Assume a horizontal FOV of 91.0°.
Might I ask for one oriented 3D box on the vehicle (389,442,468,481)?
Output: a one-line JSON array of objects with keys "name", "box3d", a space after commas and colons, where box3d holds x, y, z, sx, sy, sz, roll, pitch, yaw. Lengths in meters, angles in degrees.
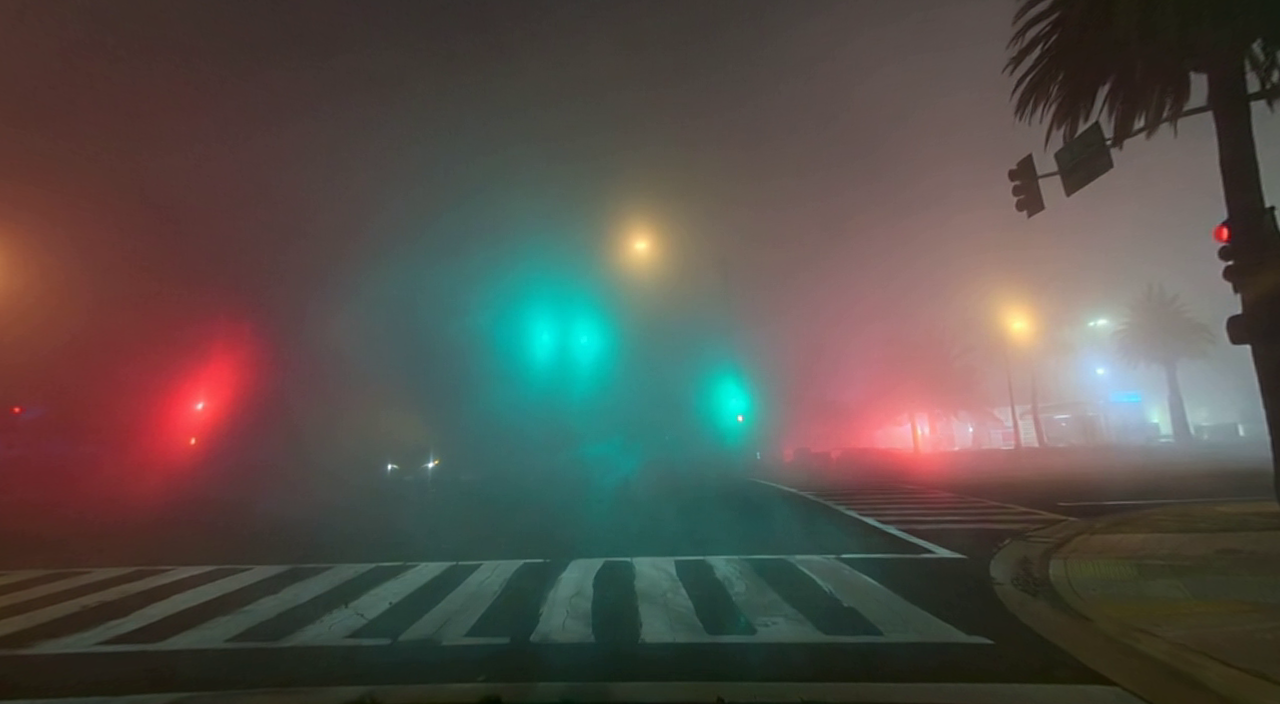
[{"name": "vehicle", "box3d": [-10.742, 5.587, 32.366, 2.270, 1.833, 4.860, 0, -9, 1]}]
